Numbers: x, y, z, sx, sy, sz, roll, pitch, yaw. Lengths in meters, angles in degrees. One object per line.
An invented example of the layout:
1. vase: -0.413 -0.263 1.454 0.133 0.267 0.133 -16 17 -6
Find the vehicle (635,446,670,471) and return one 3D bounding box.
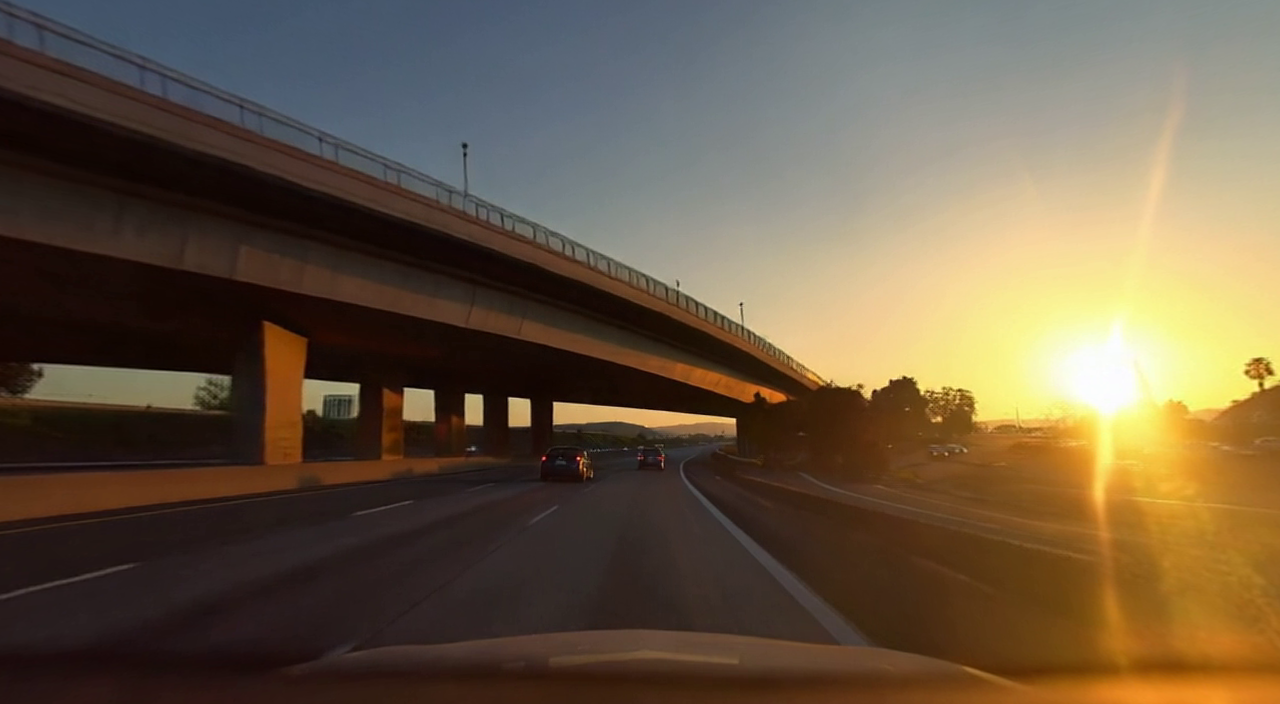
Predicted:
1. vehicle: 0.820 6.791 40.222 2.129 1.502 4.321 -1 -9 2

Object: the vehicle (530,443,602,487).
1. vehicle: -2.781 4.362 24.611 2.129 1.563 4.387 -1 -9 2
